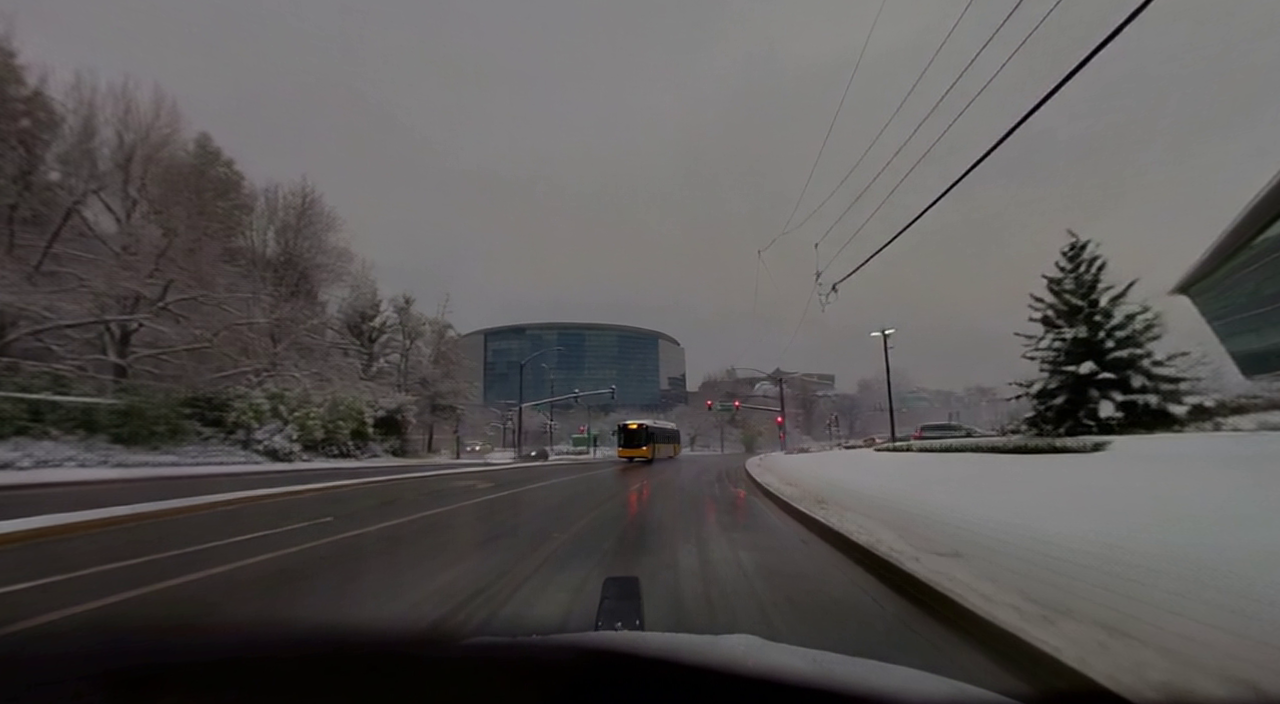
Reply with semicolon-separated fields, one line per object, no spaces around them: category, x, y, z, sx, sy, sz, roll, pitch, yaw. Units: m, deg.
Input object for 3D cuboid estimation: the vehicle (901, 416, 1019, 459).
vehicle;15.875;4.312;31.510;4.647;1.951;2.304;-2;-10;9
